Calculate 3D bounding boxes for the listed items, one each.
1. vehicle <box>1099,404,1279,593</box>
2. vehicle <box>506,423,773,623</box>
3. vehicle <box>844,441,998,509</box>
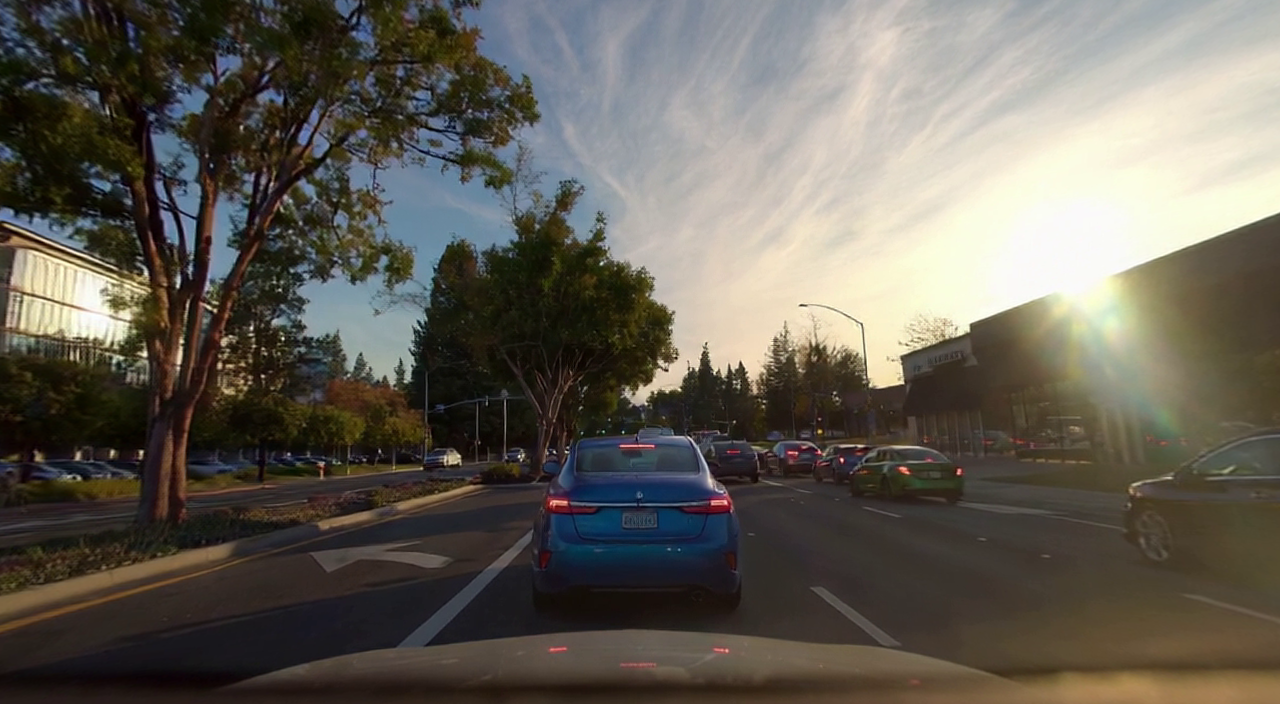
[{"bbox_3d":[6.908,1.349,5.783,1.988,1.727,4.584,0,-8,1],"label":"vehicle"},{"bbox_3d":[-0.030,1.593,6.931,1.977,1.465,4.376,0,-8,-1],"label":"vehicle"},{"bbox_3d":[6.917,3.040,16.136,1.911,1.468,4.417,0,-8,0],"label":"vehicle"}]
